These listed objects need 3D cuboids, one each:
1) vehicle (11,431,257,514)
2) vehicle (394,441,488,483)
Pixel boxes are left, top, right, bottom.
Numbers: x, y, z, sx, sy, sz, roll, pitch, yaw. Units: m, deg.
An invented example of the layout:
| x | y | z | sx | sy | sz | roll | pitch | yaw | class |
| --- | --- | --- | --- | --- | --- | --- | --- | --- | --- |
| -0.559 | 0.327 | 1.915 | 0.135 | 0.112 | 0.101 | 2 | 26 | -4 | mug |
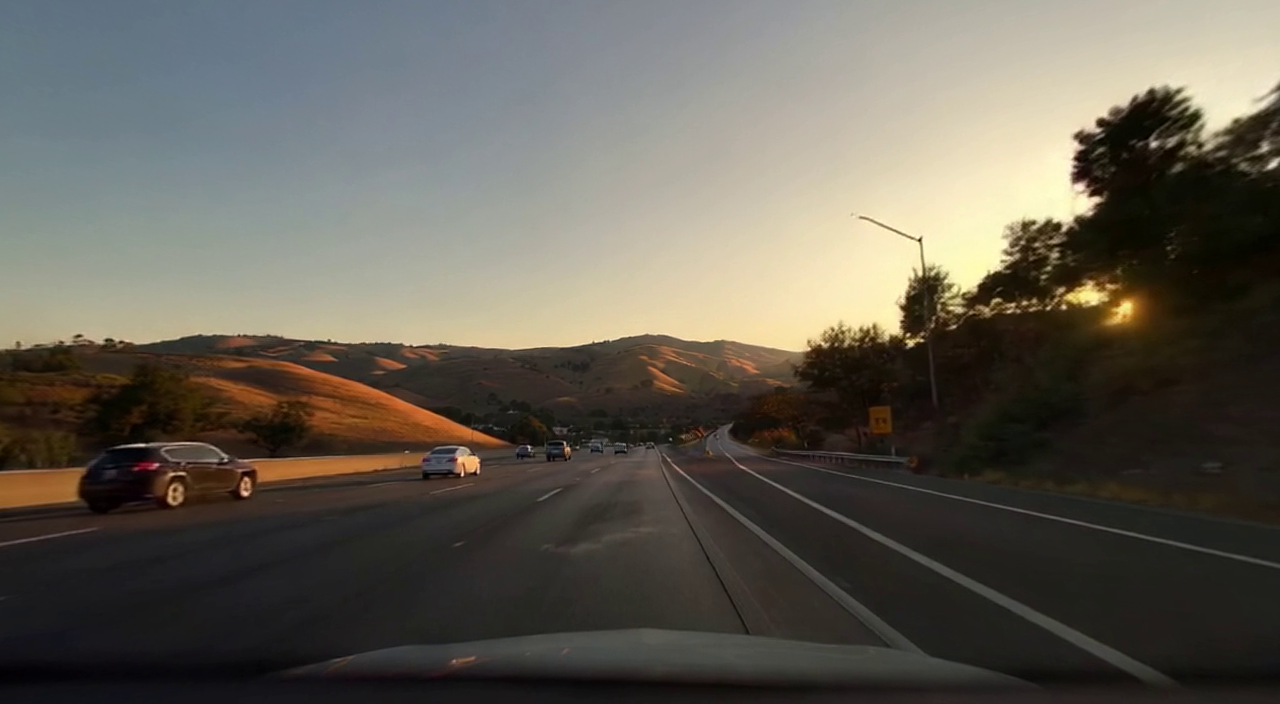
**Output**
| x | y | z | sx | sy | sz | roll | pitch | yaw | class |
| --- | --- | --- | --- | --- | --- | --- | --- | --- | --- |
| -11.650 | 2.786 | 15.100 | 2.020 | 1.645 | 4.629 | 0 | -9 | 0 | vehicle |
| -7.544 | 4.209 | 24.432 | 2.107 | 1.484 | 4.449 | 0 | -9 | 1 | vehicle |
